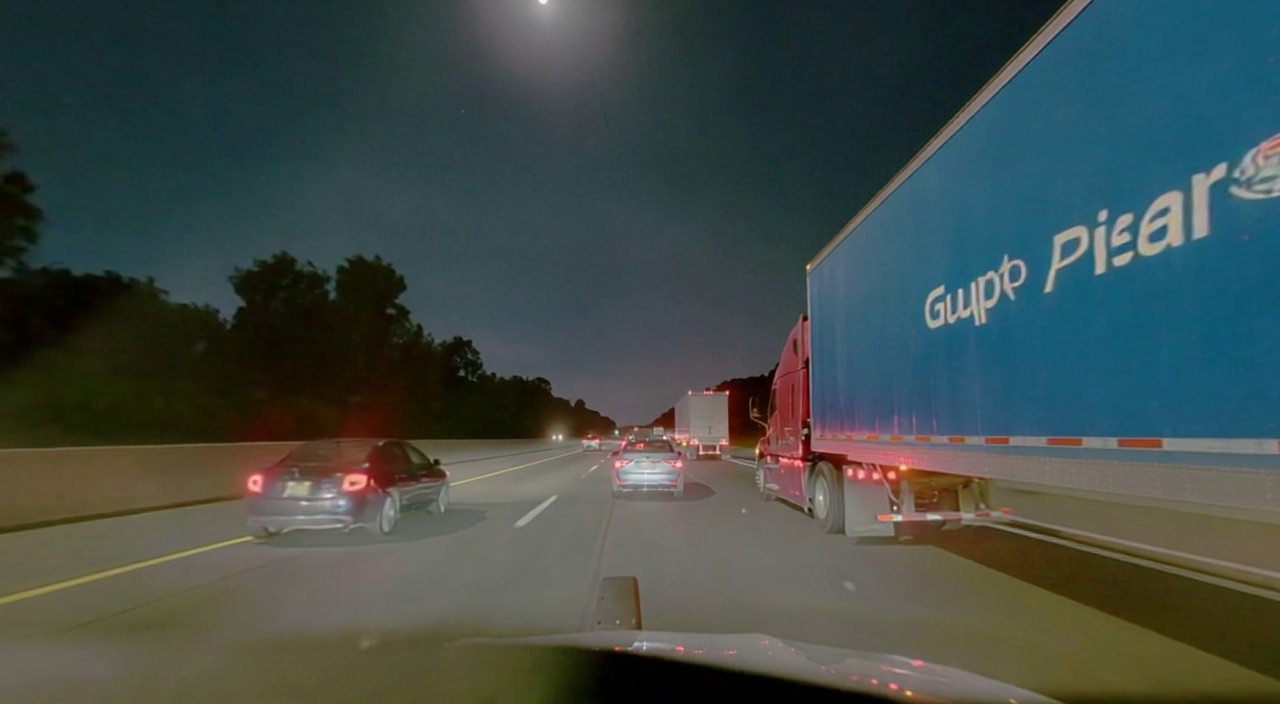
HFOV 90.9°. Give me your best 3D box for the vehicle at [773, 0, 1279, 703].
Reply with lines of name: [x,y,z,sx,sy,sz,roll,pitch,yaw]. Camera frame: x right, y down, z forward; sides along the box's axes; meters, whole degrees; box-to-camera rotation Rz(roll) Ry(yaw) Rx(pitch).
vehicle: [4.196,0.069,5.598,2.816,4.070,14.136,0,-8,-1]

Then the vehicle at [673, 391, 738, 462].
vehicle: [4.098,5.160,42.842,2.869,4.067,13.731,0,-8,0]

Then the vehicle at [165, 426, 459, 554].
vehicle: [-4.417,1.890,9.512,2.048,1.452,4.430,0,-8,0]

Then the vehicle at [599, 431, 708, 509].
vehicle: [0.243,2.450,13.604,2.021,1.435,3.611,0,-8,0]
